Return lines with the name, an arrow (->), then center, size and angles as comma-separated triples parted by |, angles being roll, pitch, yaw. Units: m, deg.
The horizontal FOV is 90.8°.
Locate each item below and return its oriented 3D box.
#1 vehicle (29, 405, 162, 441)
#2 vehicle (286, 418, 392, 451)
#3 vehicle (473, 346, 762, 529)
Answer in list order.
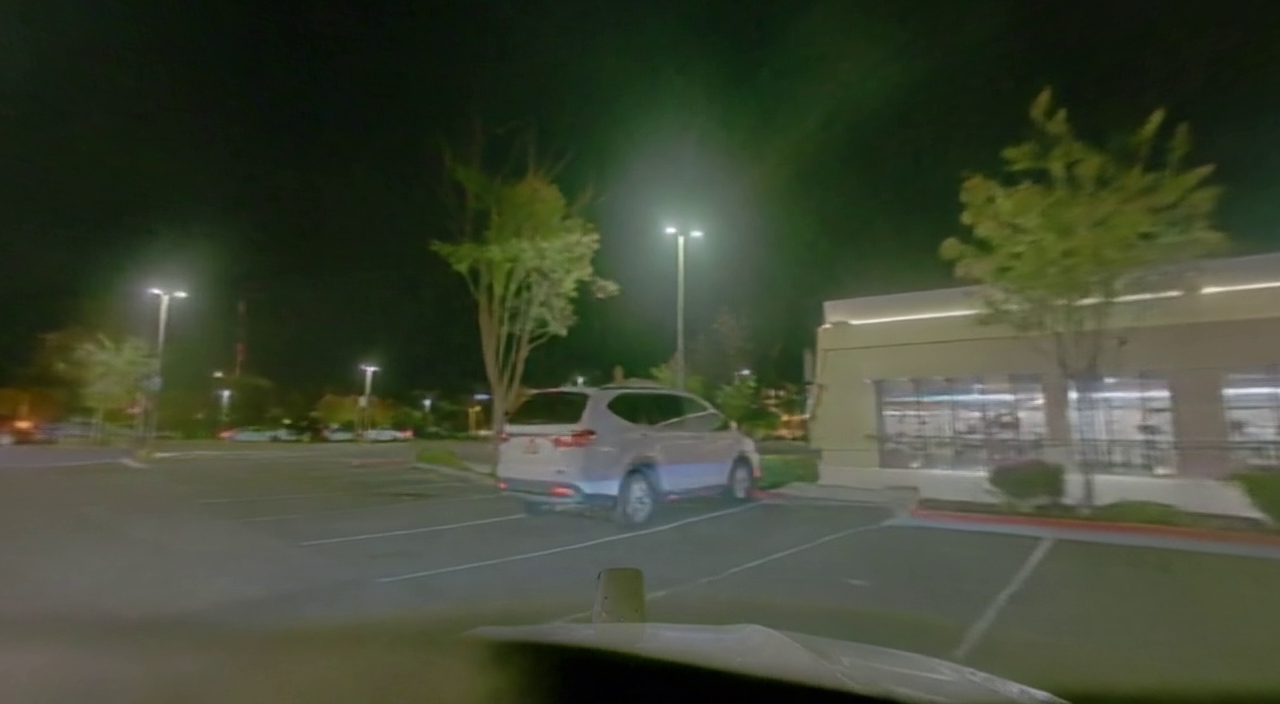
vehicle -> -27.910, 3.708, 32.562 | 1.981, 1.687, 4.660 | -4, -9, 30
vehicle -> -14.130, 3.937, 29.881 | 1.760, 1.449, 4.106 | -5, -10, 32
vehicle -> 0.008, 1.449, 10.611 | 2.200, 2.257, 5.237 | -5, -10, 32
